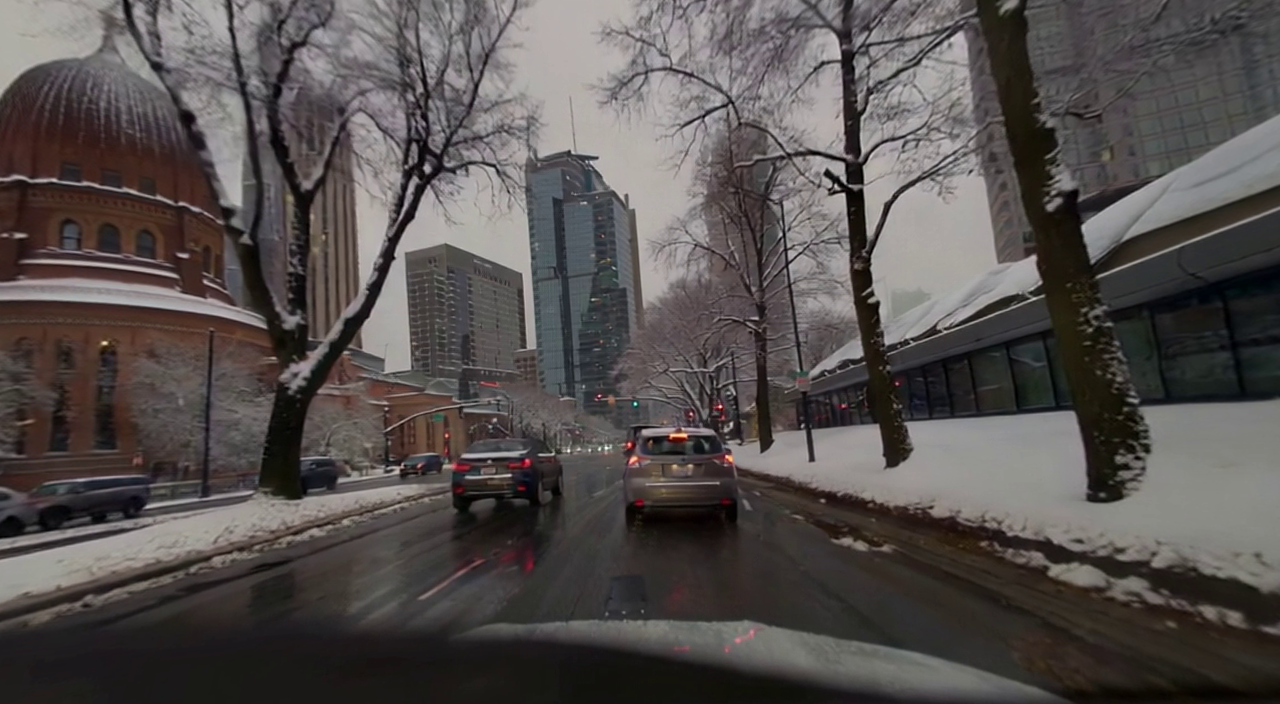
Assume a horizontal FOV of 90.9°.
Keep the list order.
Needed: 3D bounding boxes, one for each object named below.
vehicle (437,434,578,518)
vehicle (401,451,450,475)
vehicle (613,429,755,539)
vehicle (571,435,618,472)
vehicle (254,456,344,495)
[{"bbox_3d":[-2.673,2.615,13.829,1.961,1.517,4.202,0,-9,3],"label":"vehicle"},{"bbox_3d":[-16.568,8.571,48.965,2.024,1.782,4.827,0,-9,1],"label":"vehicle"},{"bbox_3d":[0.676,2.107,10.640,1.933,1.504,3.802,0,-9,2],"label":"vehicle"},{"bbox_3d":[-2.288,5.286,32.998,1.969,1.764,4.160,0,-9,2],"label":"vehicle"},{"bbox_3d":[-16.936,6.120,31.618,2.075,1.700,4.405,0,-9,0],"label":"vehicle"}]
